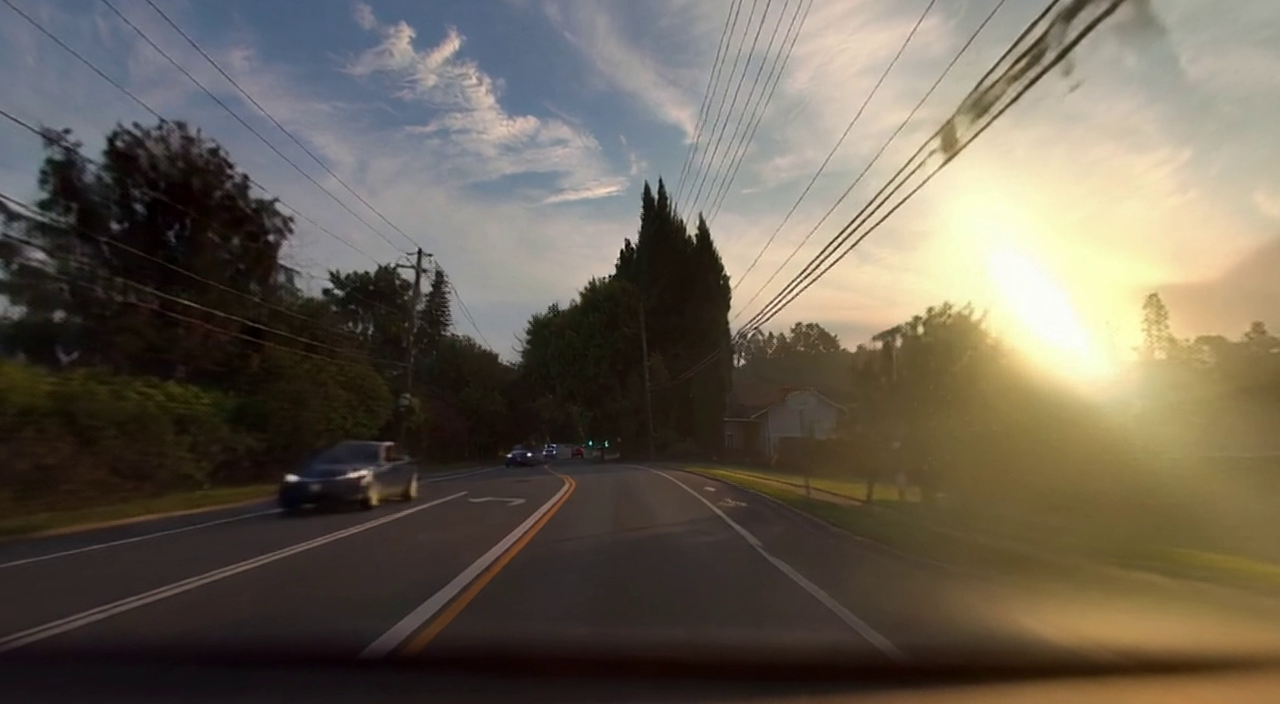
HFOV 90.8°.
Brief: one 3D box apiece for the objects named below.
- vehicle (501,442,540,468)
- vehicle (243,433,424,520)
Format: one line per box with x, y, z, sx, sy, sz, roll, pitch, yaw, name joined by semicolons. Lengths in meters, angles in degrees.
-8.584;7.435;45.847;2.220;1.817;4.839;0;-8;-4;vehicle
-6.768;2.758;14.653;2.116;1.672;4.438;0;-8;-2;vehicle
